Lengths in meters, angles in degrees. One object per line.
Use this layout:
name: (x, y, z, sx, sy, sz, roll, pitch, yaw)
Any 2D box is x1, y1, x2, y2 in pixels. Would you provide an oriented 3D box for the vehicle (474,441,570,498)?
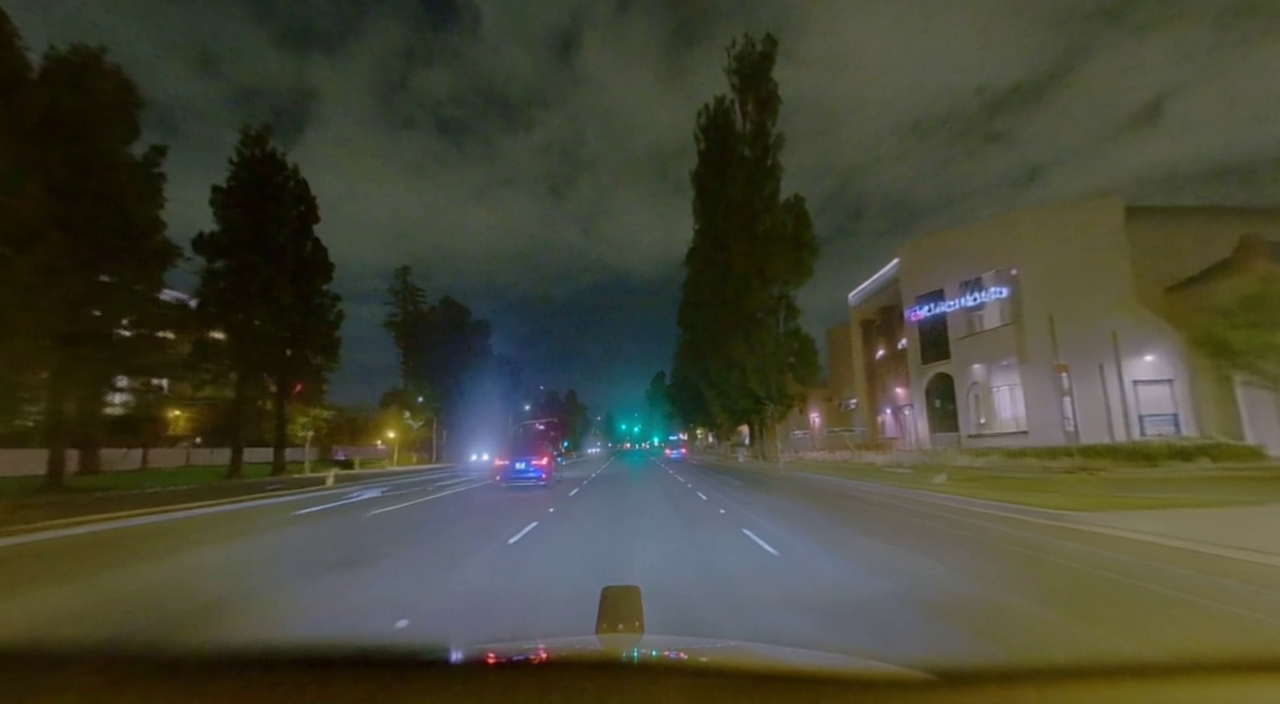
vehicle: (-3.343, 3.396, 18.721, 2.005, 1.477, 4.169, 0, -8, 0)
